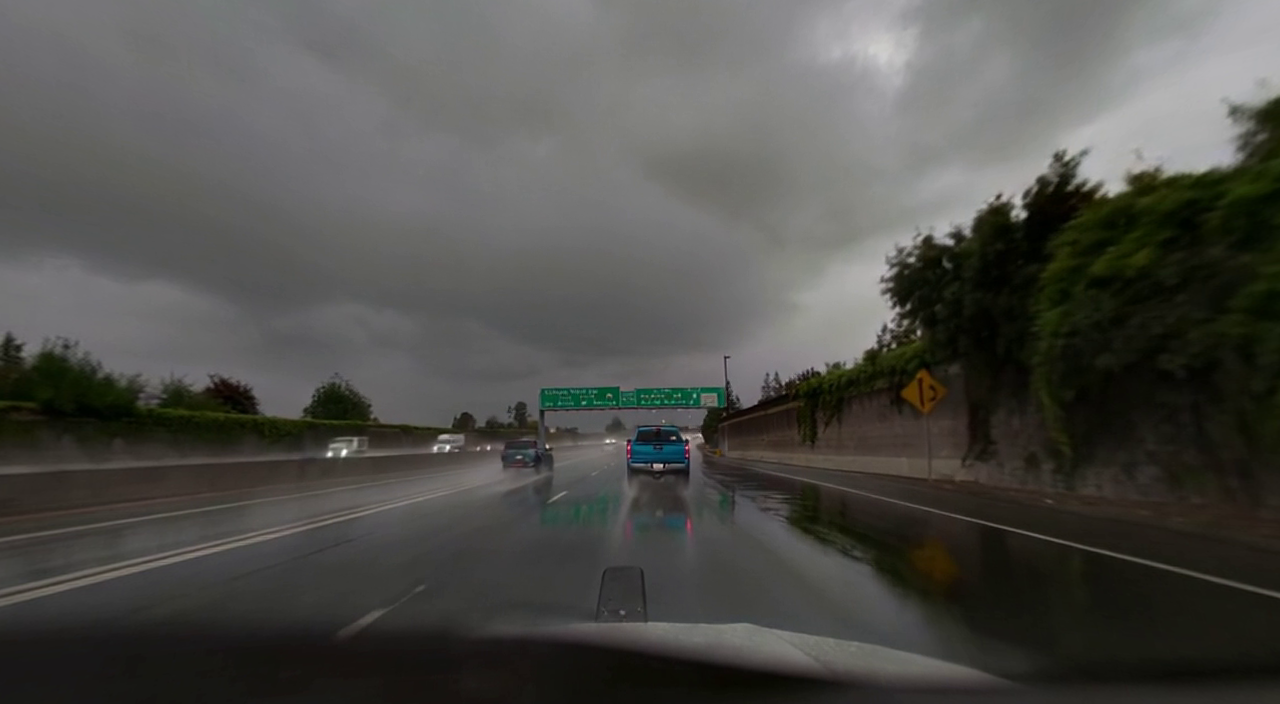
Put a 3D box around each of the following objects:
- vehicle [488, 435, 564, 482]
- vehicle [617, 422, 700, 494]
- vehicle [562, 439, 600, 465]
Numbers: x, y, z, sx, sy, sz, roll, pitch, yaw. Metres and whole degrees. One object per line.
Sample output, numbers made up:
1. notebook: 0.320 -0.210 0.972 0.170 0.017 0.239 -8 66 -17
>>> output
1. vehicle: -4.242 4.051 24.242 1.961 1.591 4.756 0 -8 1
2. vehicle: 0.480 3.011 18.227 2.083 1.792 4.782 0 -8 1
3. vehicle: -3.851 6.650 42.046 2.061 1.584 4.290 0 -8 1
